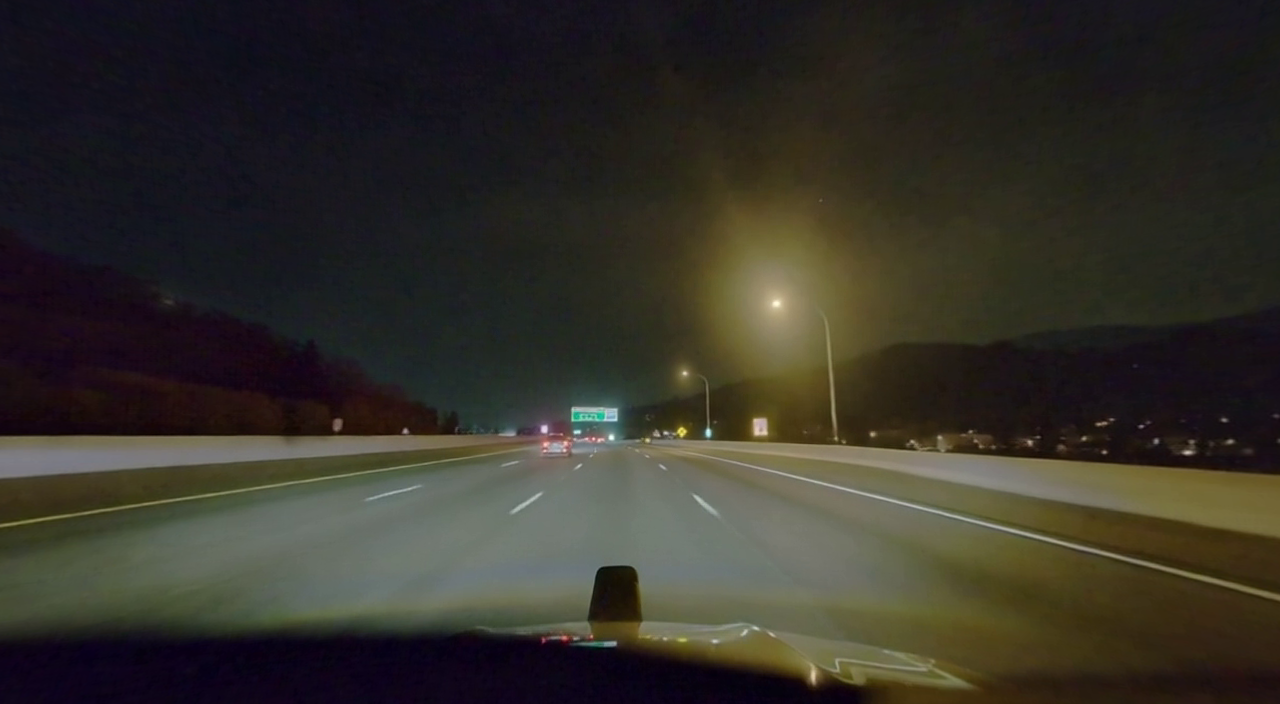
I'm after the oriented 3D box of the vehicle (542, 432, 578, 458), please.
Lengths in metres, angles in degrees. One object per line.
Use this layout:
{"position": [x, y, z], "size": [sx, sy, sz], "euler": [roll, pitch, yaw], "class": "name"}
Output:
{"position": [-5.061, 5.912, 40.255], "size": [1.878, 1.548, 3.966], "euler": [0, -8, -1], "class": "vehicle"}
